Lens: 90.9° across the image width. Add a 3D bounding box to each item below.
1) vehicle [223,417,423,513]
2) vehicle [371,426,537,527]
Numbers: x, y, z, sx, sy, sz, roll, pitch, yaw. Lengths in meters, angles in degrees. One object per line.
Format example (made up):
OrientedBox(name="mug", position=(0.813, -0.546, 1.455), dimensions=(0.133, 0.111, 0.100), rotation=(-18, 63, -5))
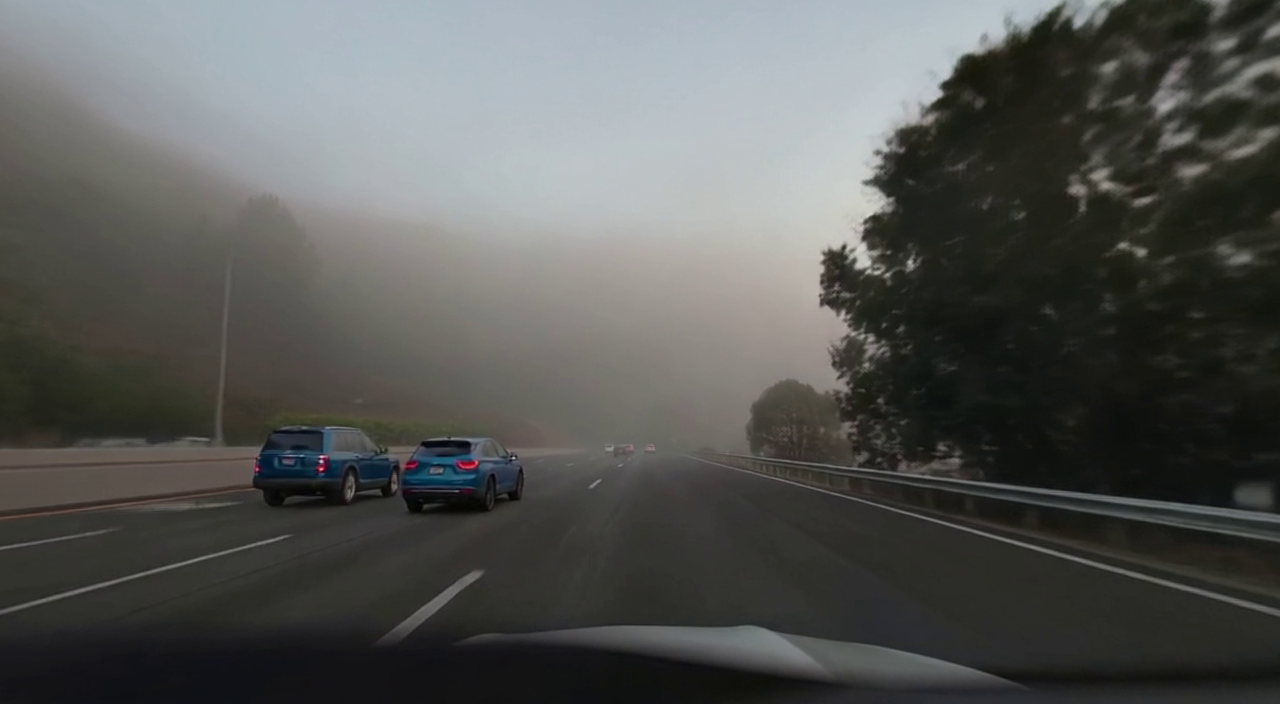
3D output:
OrientedBox(name="vehicle", position=(-7.273, 2.650, 15.277), dimensions=(2.151, 1.925, 4.945), rotation=(0, -9, 1))
OrientedBox(name="vehicle", position=(-3.463, 2.406, 12.742), dimensions=(1.983, 1.663, 4.290), rotation=(0, -9, 1))
